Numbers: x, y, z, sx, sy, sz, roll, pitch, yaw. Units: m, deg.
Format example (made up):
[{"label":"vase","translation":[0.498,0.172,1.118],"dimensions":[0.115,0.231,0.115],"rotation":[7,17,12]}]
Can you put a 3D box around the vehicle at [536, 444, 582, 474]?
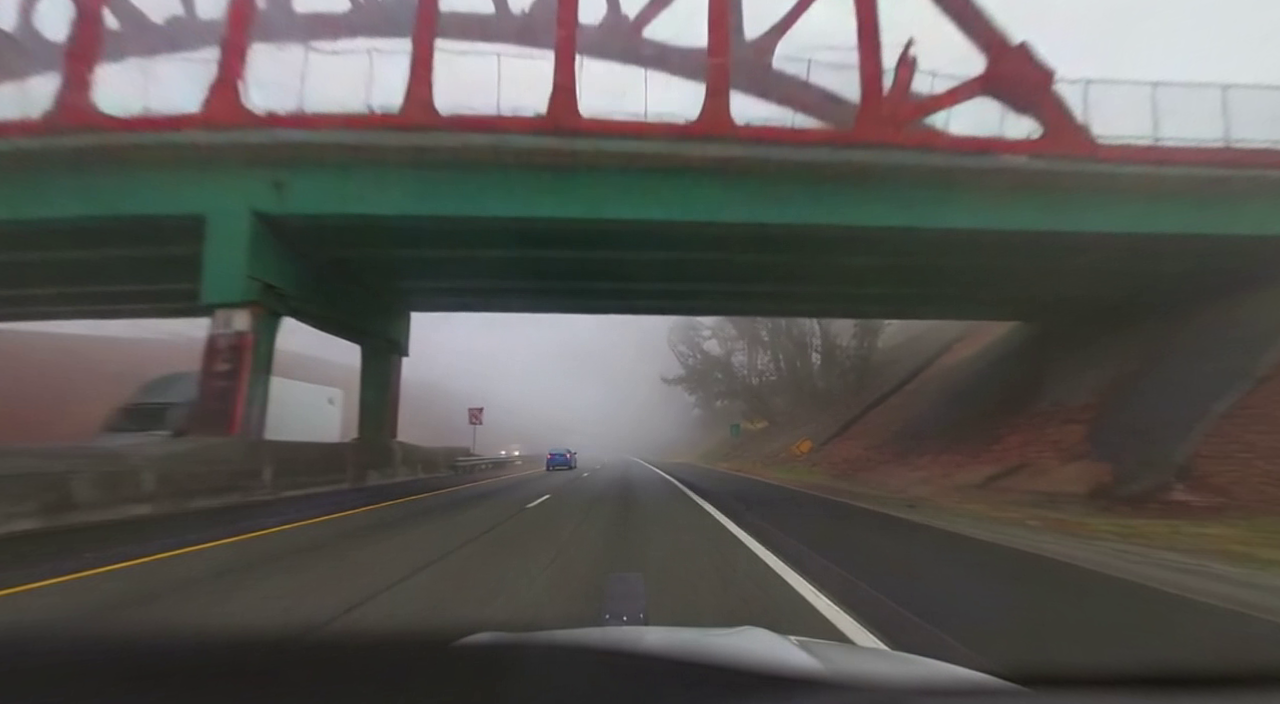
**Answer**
[{"label":"vehicle","translation":[-4.460,5.991,35.295],"dimensions":[2.052,1.556,4.405],"rotation":[0,-8,-1]}]

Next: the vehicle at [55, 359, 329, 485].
[{"label":"vehicle","translation":[-16.899,3.025,25.404],"dimensions":[3.020,3.984,10.945],"rotation":[0,-9,0]}]
